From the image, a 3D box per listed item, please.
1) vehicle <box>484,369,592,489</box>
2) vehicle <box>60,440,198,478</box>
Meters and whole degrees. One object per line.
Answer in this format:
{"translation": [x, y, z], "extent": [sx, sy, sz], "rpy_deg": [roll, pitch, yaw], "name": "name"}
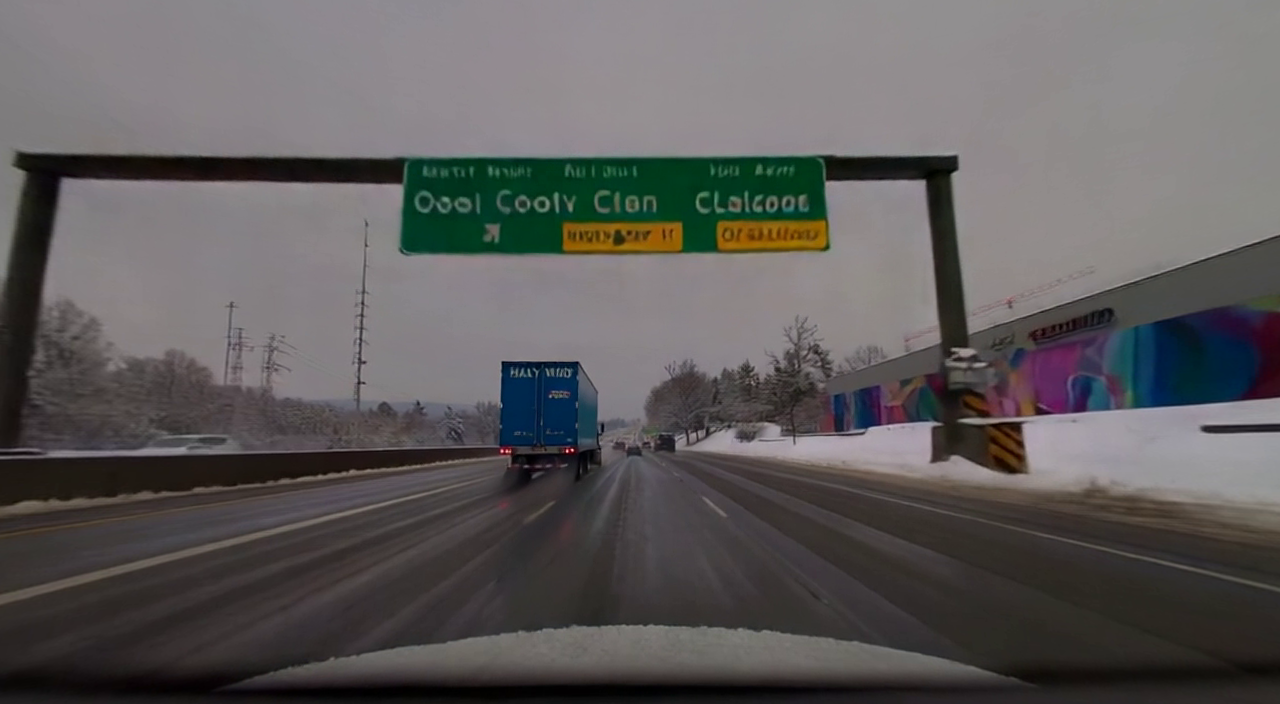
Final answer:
{"translation": [-3.846, 3.150, 26.230], "extent": [2.977, 4.048, 8.890], "rpy_deg": [2, -7, -1], "name": "vehicle"}
{"translation": [-21.582, 4.523, 26.946], "extent": [1.849, 1.491, 4.662], "rpy_deg": [-1, -8, 3], "name": "vehicle"}
